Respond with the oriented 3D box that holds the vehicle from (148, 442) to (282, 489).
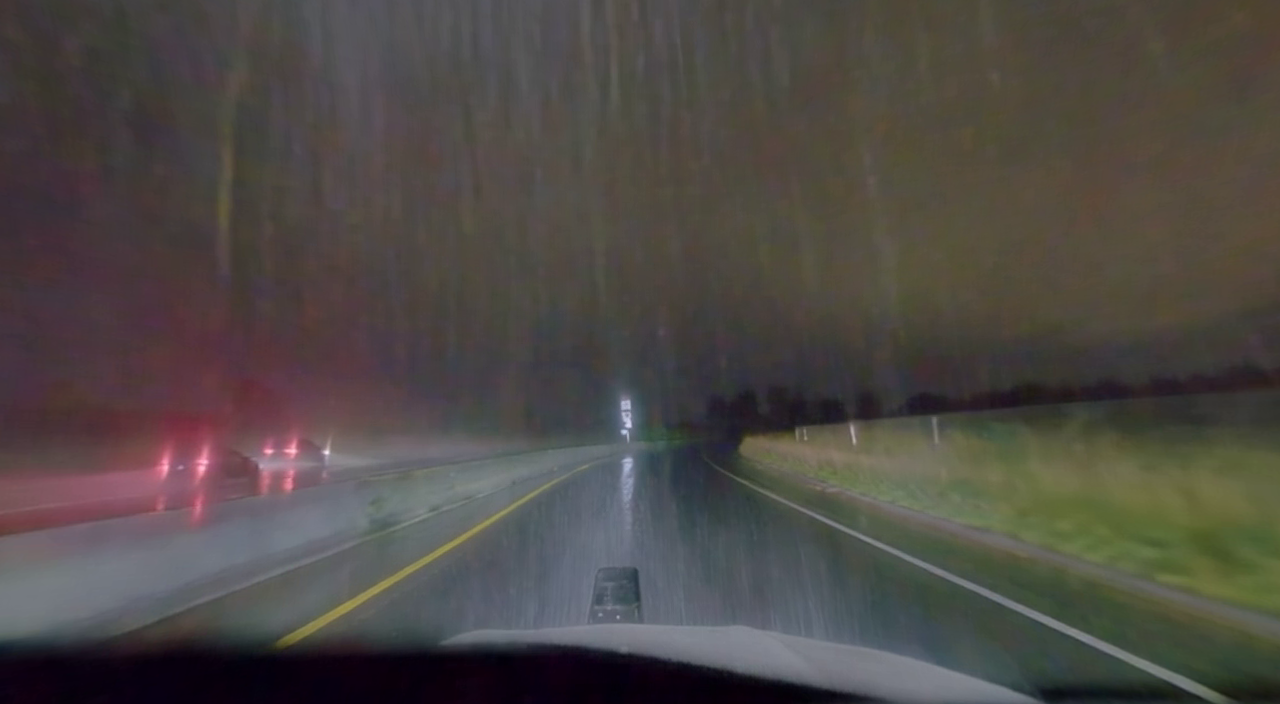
[{"bbox_3d":[-14.781,3.915,22.192,1.895,1.451,4.168,0,-8,-2],"label":"vehicle"}]
